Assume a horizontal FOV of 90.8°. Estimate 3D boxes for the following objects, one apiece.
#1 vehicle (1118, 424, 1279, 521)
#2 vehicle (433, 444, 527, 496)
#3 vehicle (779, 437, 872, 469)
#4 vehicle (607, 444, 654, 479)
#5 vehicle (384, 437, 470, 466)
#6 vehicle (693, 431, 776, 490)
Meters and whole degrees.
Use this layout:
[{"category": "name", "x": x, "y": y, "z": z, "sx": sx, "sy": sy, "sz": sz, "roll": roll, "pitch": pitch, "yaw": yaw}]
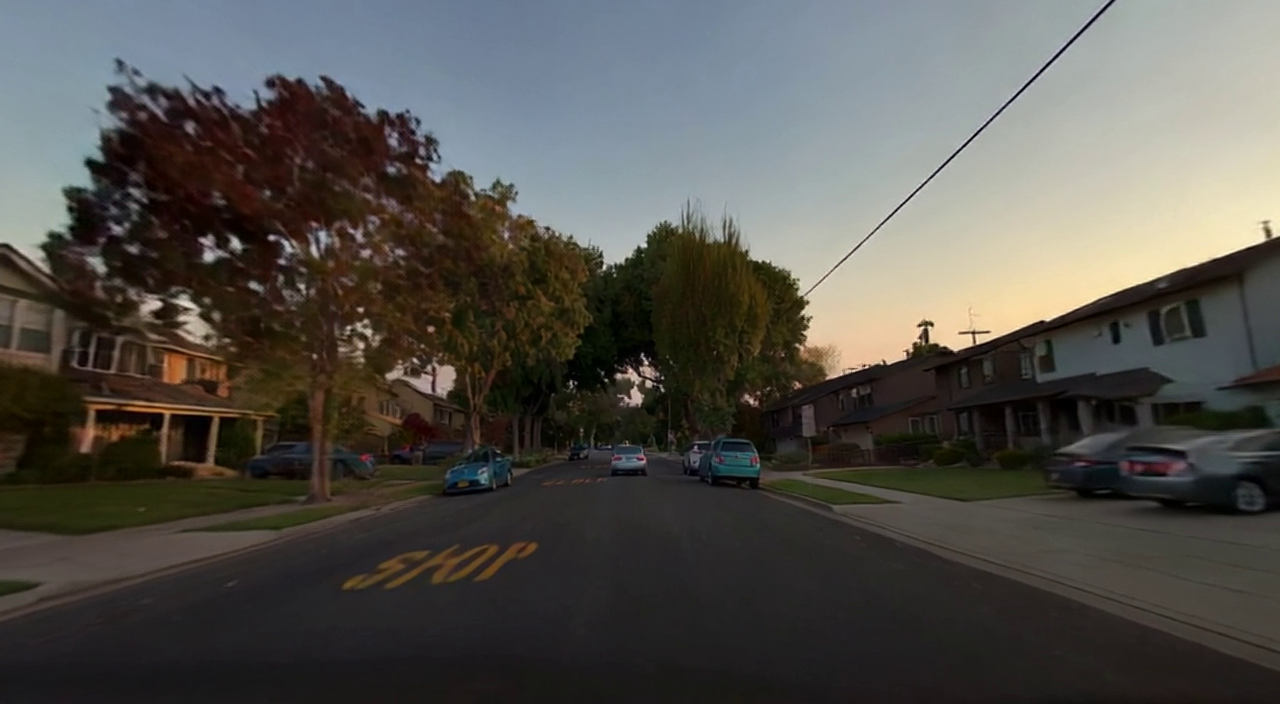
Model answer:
[{"category": "vehicle", "x": 11.505, "y": 2.080, "z": 11.431, "sx": 4.157, "sy": 1.520, "sz": 1.938, "roll": -1, "pitch": -8, "yaw": -4}, {"category": "vehicle", "x": -5.465, "y": 4.050, "z": 22.148, "sx": 1.984, "sy": 1.498, "sz": 4.508, "roll": -3, "pitch": -8, "yaw": 2}, {"category": "vehicle", "x": 10.729, "y": 5.853, "z": 36.833, "sx": 4.730, "sy": 1.504, "sz": 1.894, "roll": -3, "pitch": -8, "yaw": 0}, {"category": "vehicle", "x": -0.433, "y": 4.895, "z": 28.562, "sx": 2.000, "sy": 1.449, "sz": 4.006, "roll": 0, "pitch": -8, "yaw": -1}, {"category": "vehicle", "x": -13.609, "y": 6.401, "z": 40.634, "sx": 4.836, "sy": 1.831, "sz": 1.982, "roll": 0, "pitch": -9, "yaw": -2}, {"category": "vehicle", "x": 3.414, "y": 4.054, "z": 23.982, "sx": 2.221, "sy": 1.960, "sz": 4.927, "roll": 0, "pitch": -9, "yaw": -2}]
